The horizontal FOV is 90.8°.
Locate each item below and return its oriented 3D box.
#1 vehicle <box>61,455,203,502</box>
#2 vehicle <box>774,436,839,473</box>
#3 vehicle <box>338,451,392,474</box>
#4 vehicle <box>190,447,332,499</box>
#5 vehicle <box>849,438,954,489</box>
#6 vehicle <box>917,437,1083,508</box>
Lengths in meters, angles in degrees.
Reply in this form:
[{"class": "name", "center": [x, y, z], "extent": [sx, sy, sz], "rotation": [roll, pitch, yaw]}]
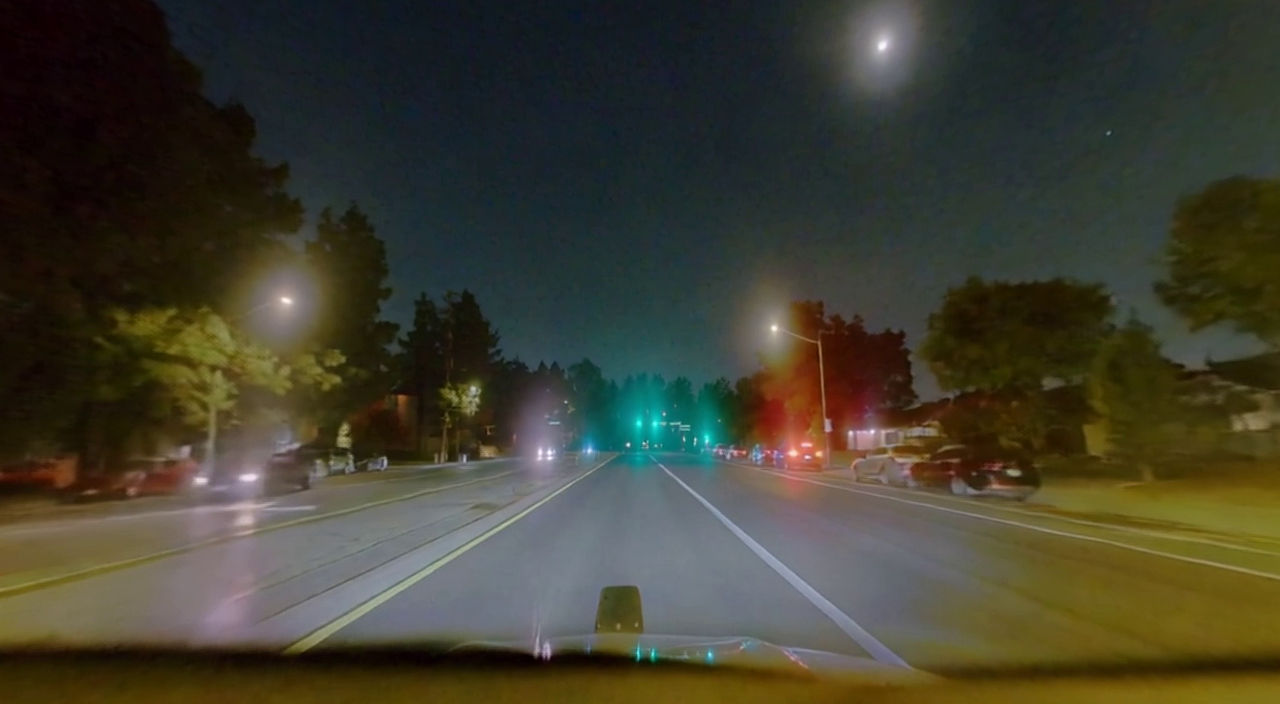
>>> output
[{"class": "vehicle", "center": [-18.322, 4.537, 23.078], "extent": [1.702, 1.452, 4.161], "rotation": [-1, -8, 0]}, {"class": "vehicle", "center": [9.664, 6.011, 37.304], "extent": [2.209, 1.982, 5.787], "rotation": [-1, -8, 0]}, {"class": "vehicle", "center": [-18.598, 7.493, 42.939], "extent": [1.732, 1.460, 3.932], "rotation": [-1, -9, 3]}, {"class": "vehicle", "center": [-12.206, 3.867, 20.755], "extent": [1.874, 1.475, 4.453], "rotation": [-1, -8, 0]}, {"class": "vehicle", "center": [9.624, 4.118, 23.655], "extent": [1.949, 1.698, 4.351], "rotation": [0, -8, -1]}, {"class": "vehicle", "center": [9.724, 3.262, 17.603], "extent": [1.885, 1.685, 4.430], "rotation": [0, -8, -2]}]
